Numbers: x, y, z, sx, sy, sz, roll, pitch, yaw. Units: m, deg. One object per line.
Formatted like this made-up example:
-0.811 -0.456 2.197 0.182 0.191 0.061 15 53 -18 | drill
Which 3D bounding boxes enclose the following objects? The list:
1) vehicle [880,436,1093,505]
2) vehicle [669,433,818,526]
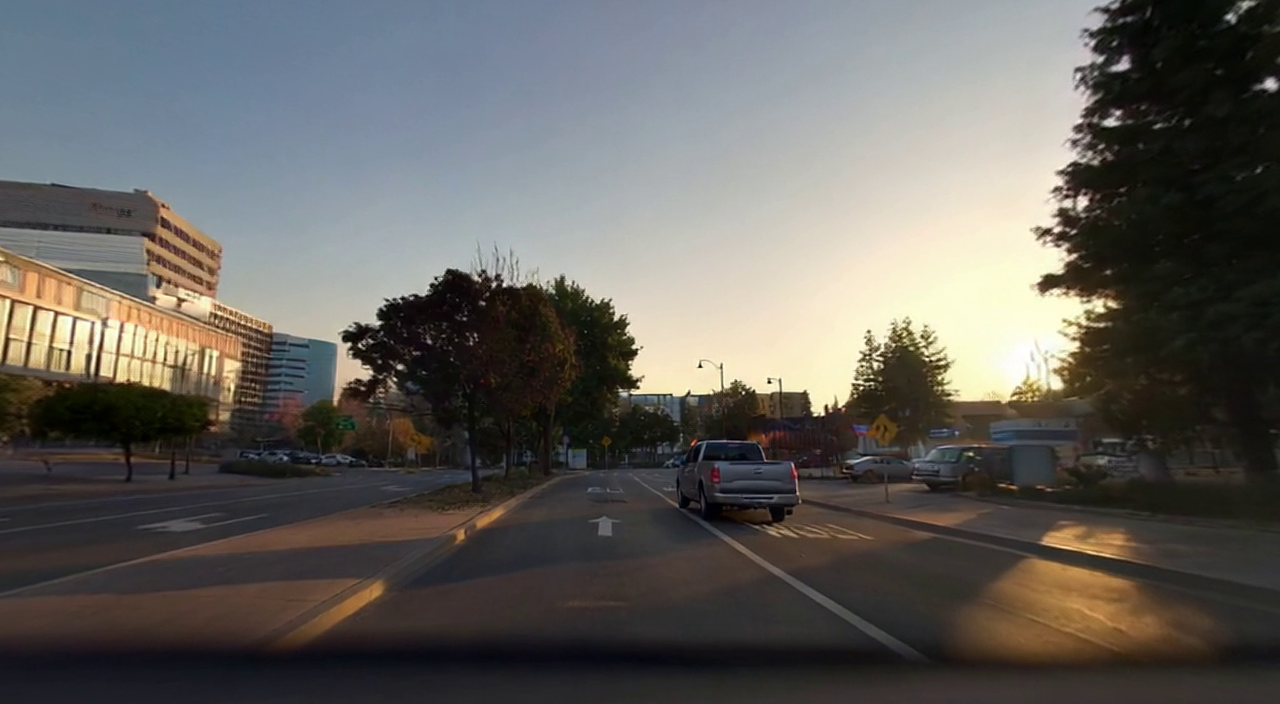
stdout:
14.558 5.057 26.917 7.551 2.142 2.896 5 -11 -4 | vehicle
2.321 3.134 16.157 2.402 1.922 5.677 1 -9 -5 | vehicle
